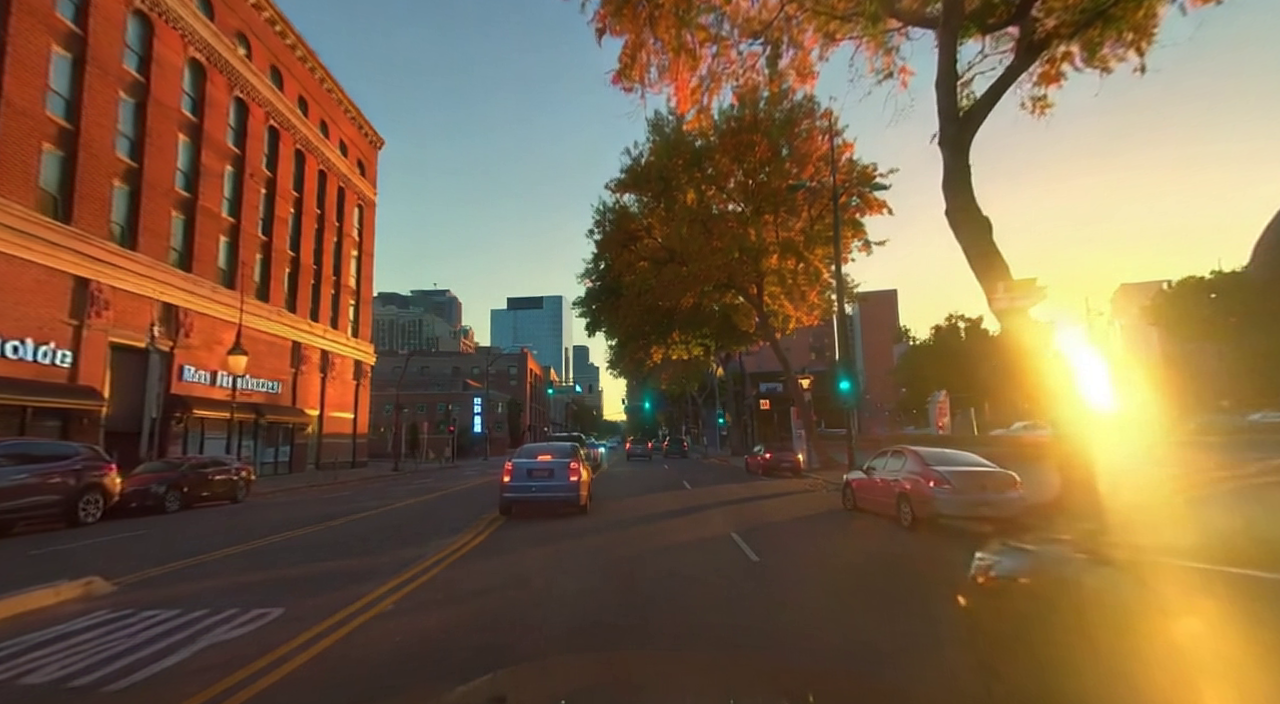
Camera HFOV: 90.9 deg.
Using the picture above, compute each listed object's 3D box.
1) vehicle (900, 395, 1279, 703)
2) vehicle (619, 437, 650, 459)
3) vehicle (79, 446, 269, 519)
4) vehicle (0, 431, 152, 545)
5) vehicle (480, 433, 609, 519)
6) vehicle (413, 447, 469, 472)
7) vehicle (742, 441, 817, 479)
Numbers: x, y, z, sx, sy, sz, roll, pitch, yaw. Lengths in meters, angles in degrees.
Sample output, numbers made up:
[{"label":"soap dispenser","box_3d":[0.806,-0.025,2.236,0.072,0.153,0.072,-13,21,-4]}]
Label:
[{"label":"vehicle","box_3d":[2.600,0.819,1.368,2.150,1.464,4.467,0,-8,0]},{"label":"vehicle","box_3d":[-0.422,6.918,45.501,2.102,1.521,4.078,0,-8,-2]},{"label":"vehicle","box_3d":[-12.812,3.559,17.812,2.000,1.708,4.494,-2,-8,-1]},{"label":"vehicle","box_3d":[-12.758,2.525,11.820,2.384,2.044,6.030,0,-8,0]},{"label":"vehicle","box_3d":[-1.881,2.443,13.009,2.169,1.427,4.531,1,-8,-7]},{"label":"vehicle","box_3d":[-12.903,6.988,41.157,2.075,1.472,4.638,-1,-8,1]},{"label":"vehicle","box_3d":[5.661,4.447,26.249,1.956,1.446,4.537,0,-8,-2]}]
